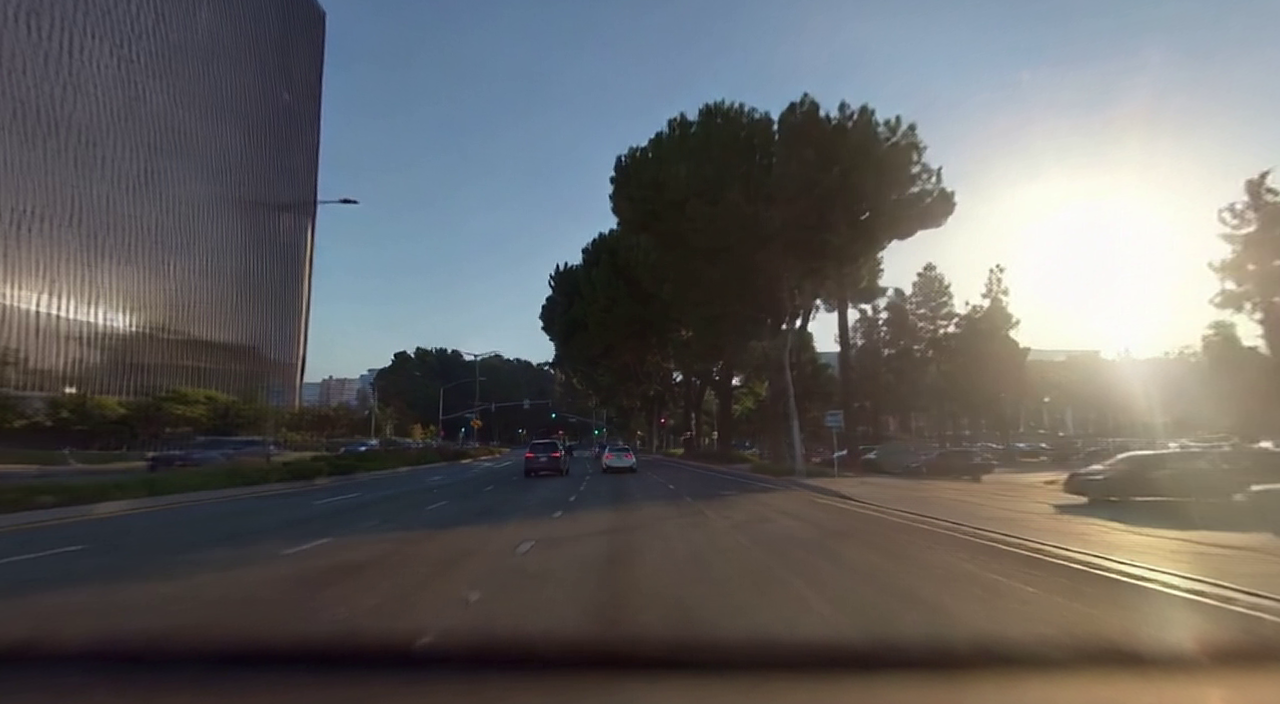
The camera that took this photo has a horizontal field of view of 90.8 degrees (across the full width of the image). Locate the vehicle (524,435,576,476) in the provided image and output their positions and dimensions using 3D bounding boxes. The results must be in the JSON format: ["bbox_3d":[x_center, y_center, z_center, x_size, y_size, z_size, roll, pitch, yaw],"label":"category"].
[{"bbox_3d":[-4.209,4.904,30.159,2.001,1.784,4.483,0,-8,-2],"label":"vehicle"}]

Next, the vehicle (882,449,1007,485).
[{"bbox_3d":[13.248,5.018,27.705,4.470,1.429,1.878,0,-7,2],"label":"vehicle"}]

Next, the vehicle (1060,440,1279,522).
[{"bbox_3d":[13.310,3.204,15.976,3.965,1.702,1.817,-3,-7,1],"label":"vehicle"}]

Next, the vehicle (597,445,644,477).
[{"bbox_3d":[-0.973,5.148,30.033,2.050,1.385,4.096,0,-8,-3],"label":"vehicle"}]

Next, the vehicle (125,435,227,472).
[{"bbox_3d":[-22.332,4.887,30.644,1.849,1.657,4.360,0,-8,-4],"label":"vehicle"}]

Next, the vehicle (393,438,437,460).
[{"bbox_3d":[-16.977,7.345,47.897,1.856,1.625,4.574,0,-8,-3],"label":"vehicle"}]

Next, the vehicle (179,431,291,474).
[{"bbox_3d":[-18.472,4.593,29.188,2.087,1.788,4.999,0,-8,-3],"label":"vehicle"}]
